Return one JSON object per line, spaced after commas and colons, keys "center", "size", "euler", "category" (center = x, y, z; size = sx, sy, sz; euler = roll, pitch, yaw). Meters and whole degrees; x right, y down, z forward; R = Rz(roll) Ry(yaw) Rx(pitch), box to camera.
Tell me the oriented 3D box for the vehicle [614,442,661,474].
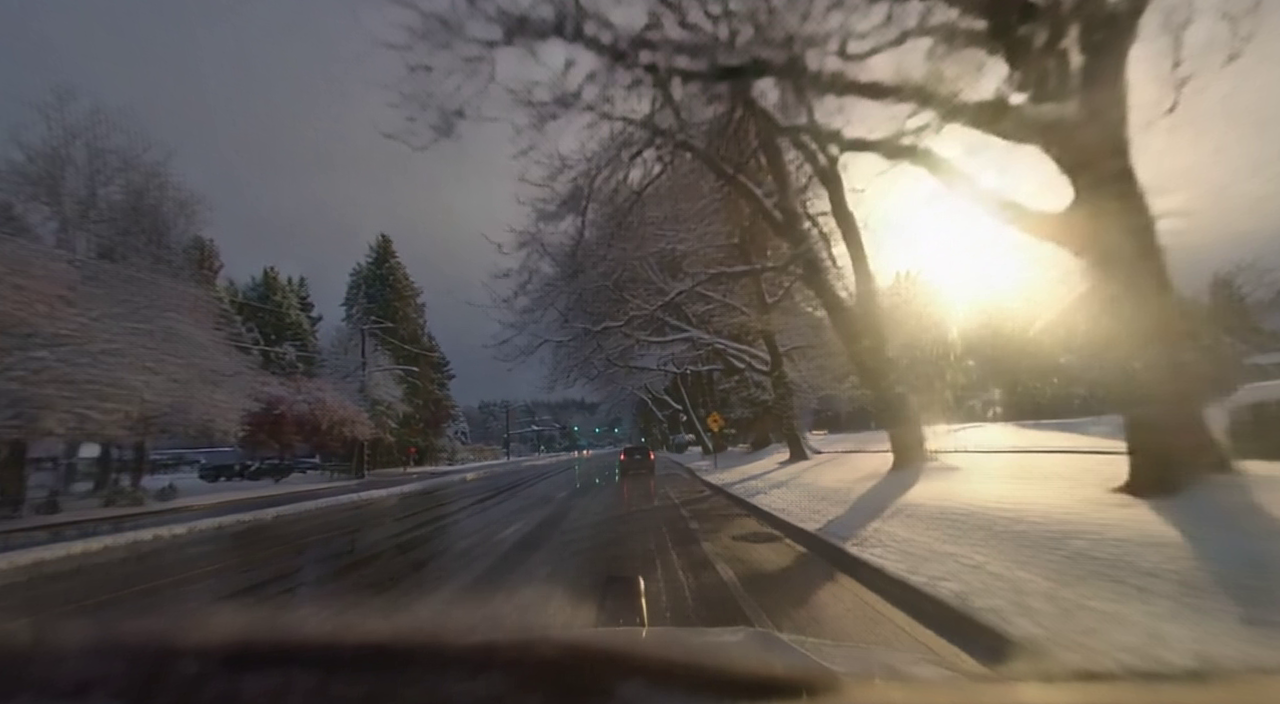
{"center": [-0.059, 5.227, 31.421], "size": [2.111, 1.466, 4.223], "euler": [-1, -8, 2], "category": "vehicle"}
